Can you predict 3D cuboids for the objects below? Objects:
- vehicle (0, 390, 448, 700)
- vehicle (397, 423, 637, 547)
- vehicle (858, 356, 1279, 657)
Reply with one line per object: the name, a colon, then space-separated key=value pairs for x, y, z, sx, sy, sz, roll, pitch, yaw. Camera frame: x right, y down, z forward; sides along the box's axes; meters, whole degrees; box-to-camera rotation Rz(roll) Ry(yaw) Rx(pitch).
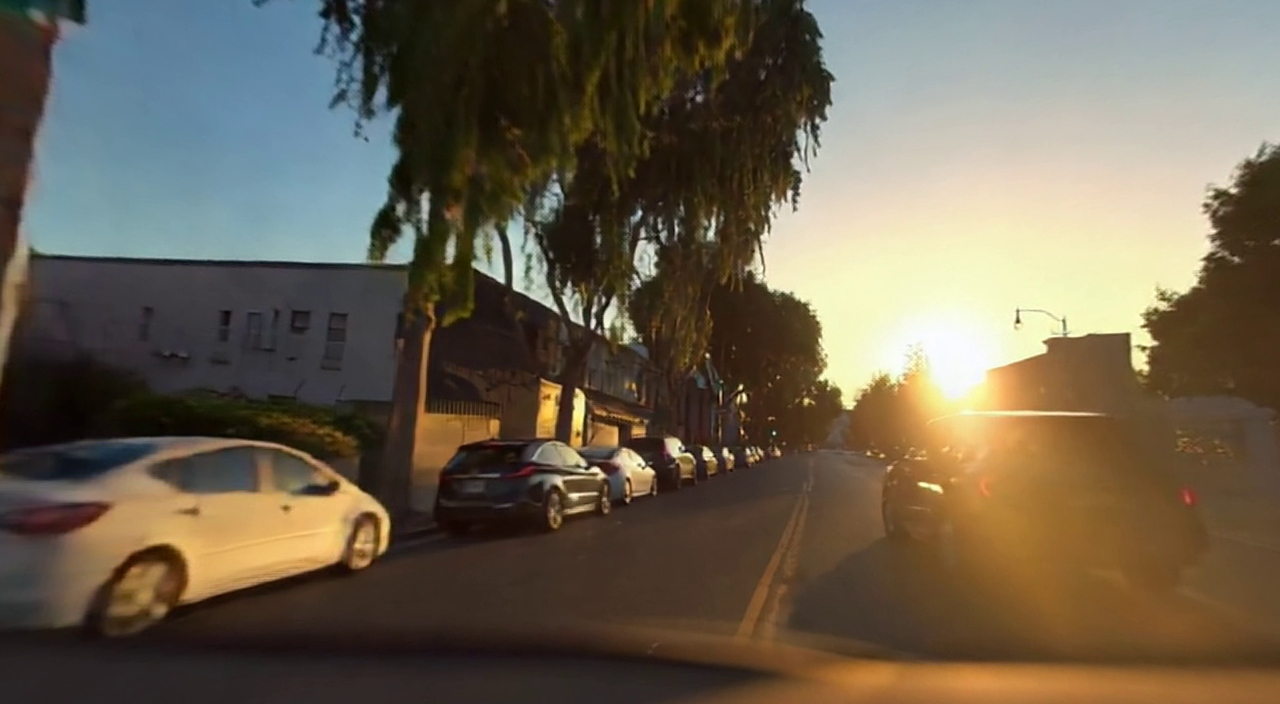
vehicle: x=-3.787 y=1.367 z=5.616 sx=1.922 sy=1.628 sz=4.291 roll=-3 pitch=-9 yaw=15
vehicle: x=-1.779 y=2.187 z=11.131 sx=2.179 sy=1.658 sz=4.765 roll=-3 pitch=-9 yaw=16
vehicle: x=4.327 y=1.424 z=7.046 sx=2.411 sy=1.899 sz=5.993 roll=-1 pitch=-9 yaw=8
